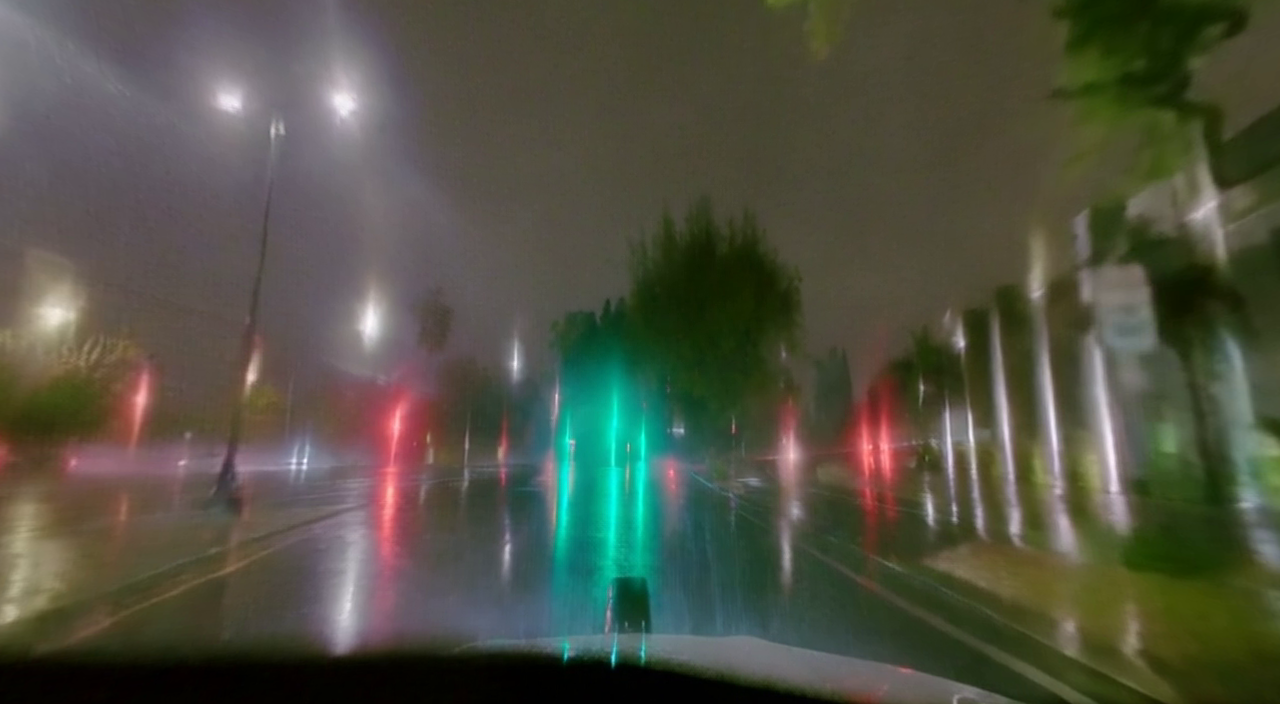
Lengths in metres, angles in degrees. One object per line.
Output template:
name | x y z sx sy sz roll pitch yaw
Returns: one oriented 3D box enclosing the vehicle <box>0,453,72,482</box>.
vehicle | -34.774 6.429 35.321 1.839 1.435 4.271 0 -8 0
